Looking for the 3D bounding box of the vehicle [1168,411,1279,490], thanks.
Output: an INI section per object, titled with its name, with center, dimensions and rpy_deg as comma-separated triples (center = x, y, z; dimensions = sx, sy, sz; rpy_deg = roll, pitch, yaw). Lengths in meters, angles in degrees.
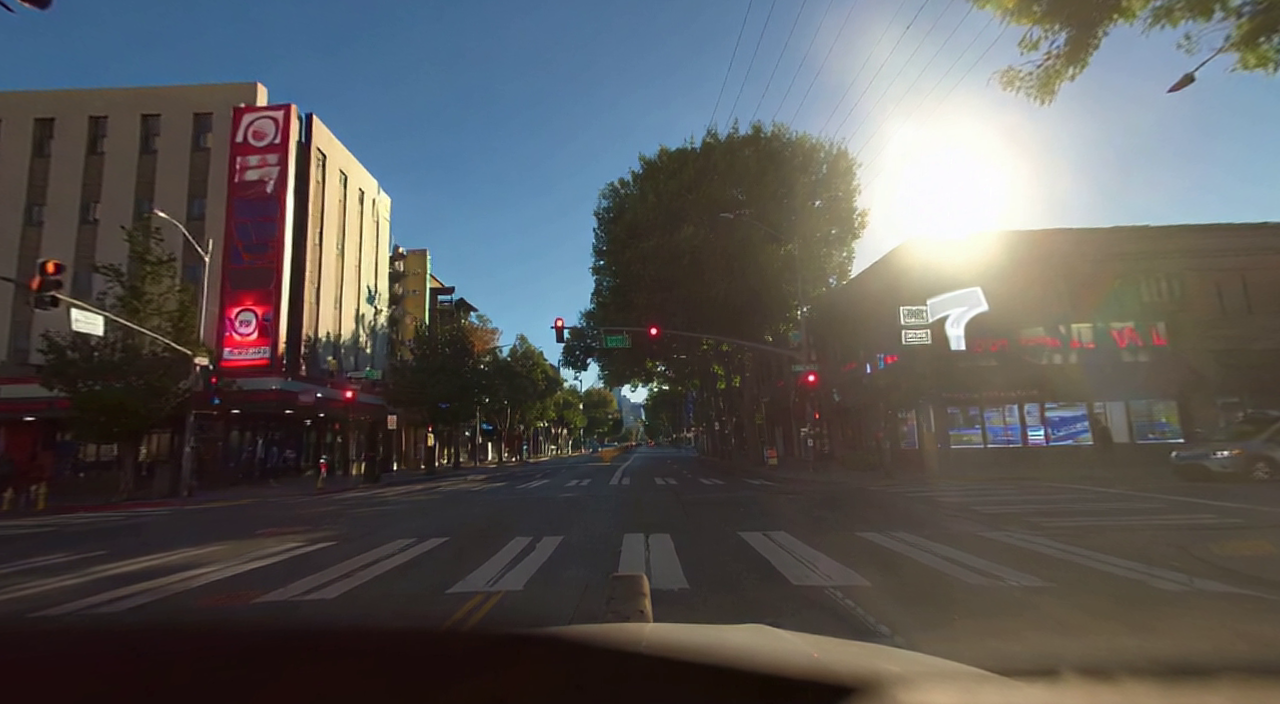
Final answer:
[vehicle]
center = 16.343, 2.403, 15.494
dimensions = 4.836, 1.795, 1.957
rpy_deg = 0, -8, 0
